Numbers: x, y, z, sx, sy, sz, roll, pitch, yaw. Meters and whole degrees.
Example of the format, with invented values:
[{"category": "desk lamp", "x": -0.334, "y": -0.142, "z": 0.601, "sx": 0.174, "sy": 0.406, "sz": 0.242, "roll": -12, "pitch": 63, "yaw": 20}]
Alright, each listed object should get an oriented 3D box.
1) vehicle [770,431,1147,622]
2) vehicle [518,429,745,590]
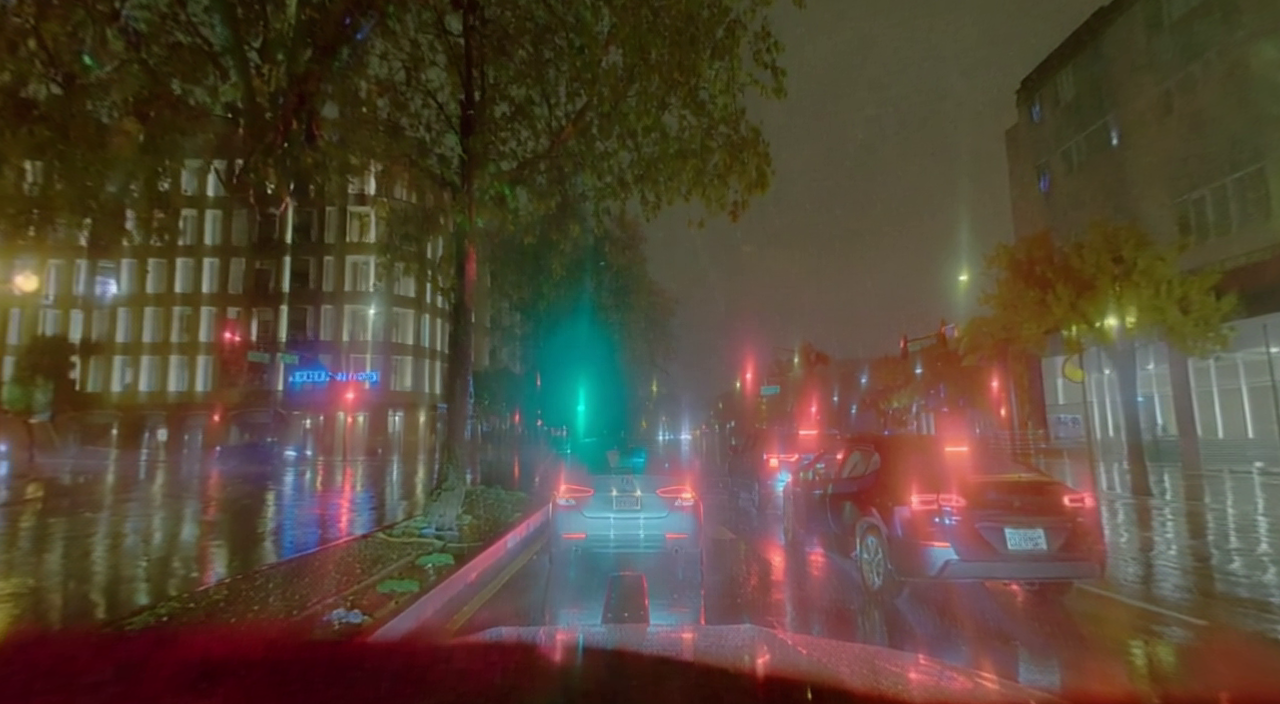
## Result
[{"category": "vehicle", "x": 2.909, "y": 1.658, "z": 7.051, "sx": 1.893, "sy": 1.446, "sz": 4.270, "roll": 0, "pitch": -8, "yaw": -1}, {"category": "vehicle", "x": -0.101, "y": 1.760, "z": 7.944, "sx": 2.087, "sy": 1.456, "sz": 4.143, "roll": 0, "pitch": -8, "yaw": -1}]
